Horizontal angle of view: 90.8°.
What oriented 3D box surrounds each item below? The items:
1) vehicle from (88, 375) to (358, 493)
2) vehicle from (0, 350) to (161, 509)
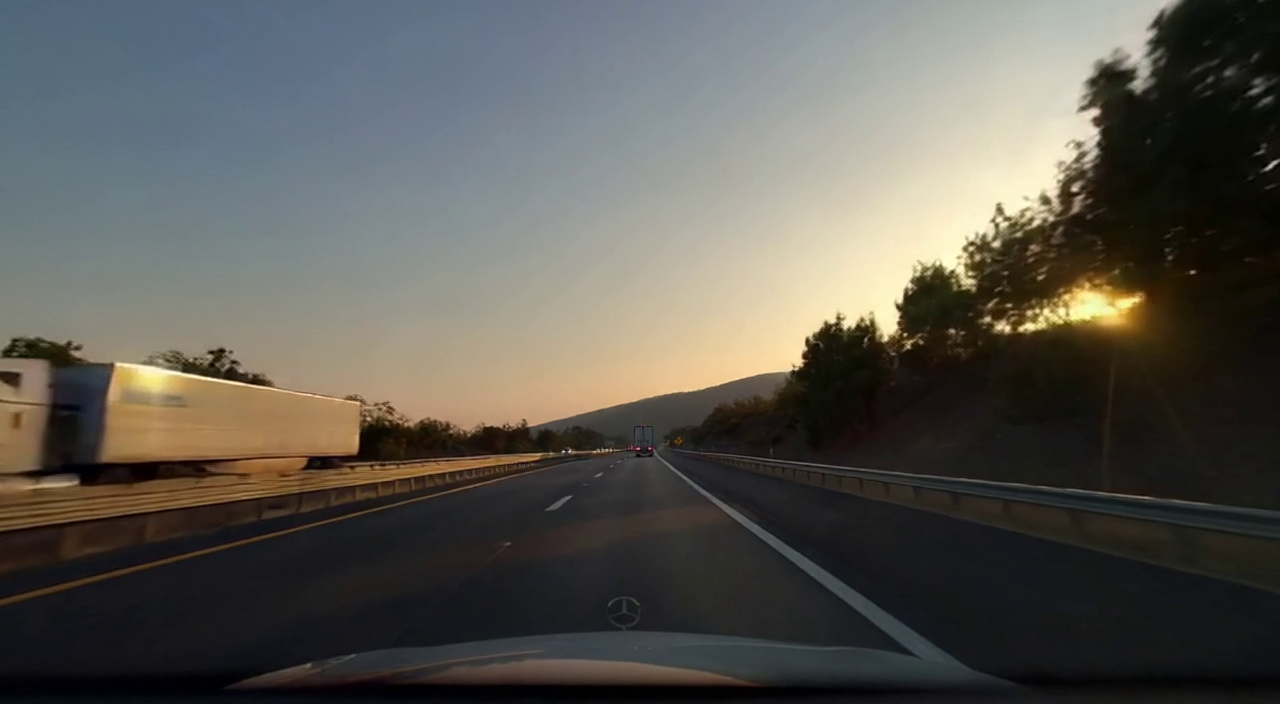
[{"bbox_3d":[-17.479,3.858,28.786,2.840,4.054,14.000,0,-9,0],"label":"vehicle"},{"bbox_3d":[-17.457,1.918,15.668,2.964,3.929,10.326,0,-9,0],"label":"vehicle"}]
